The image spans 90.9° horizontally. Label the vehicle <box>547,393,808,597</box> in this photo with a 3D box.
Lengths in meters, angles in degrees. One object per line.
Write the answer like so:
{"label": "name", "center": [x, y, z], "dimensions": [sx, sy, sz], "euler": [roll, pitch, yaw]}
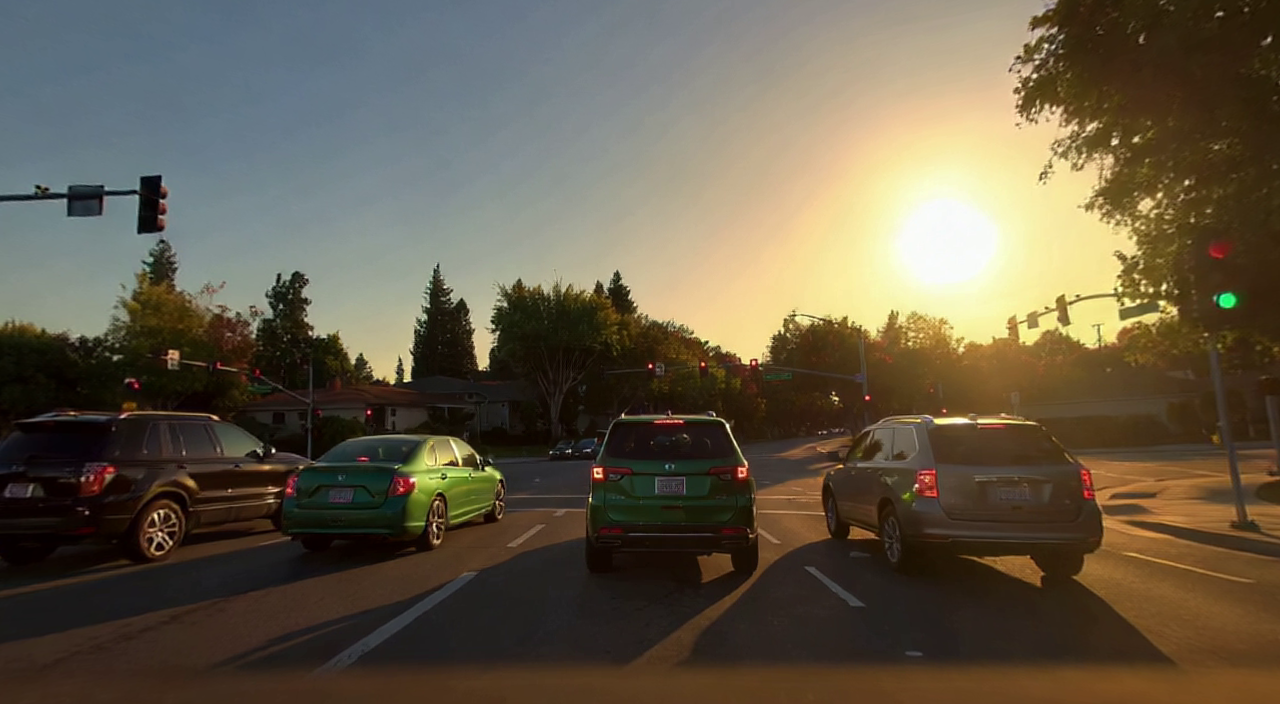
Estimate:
{"label": "vehicle", "center": [0.391, 1.517, 7.493], "dimensions": [2.198, 1.708, 4.170], "euler": [0, -8, 2]}

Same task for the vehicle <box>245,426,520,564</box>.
{"label": "vehicle", "center": [-3.242, 1.882, 9.102], "dimensions": [1.885, 1.475, 4.359], "euler": [-1, -8, 4]}

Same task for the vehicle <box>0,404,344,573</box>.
{"label": "vehicle", "center": [-6.629, 1.823, 9.242], "dimensions": [2.075, 1.796, 4.785], "euler": [0, -8, 2]}

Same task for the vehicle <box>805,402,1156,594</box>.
{"label": "vehicle", "center": [3.527, 1.586, 7.738], "dimensions": [2.047, 1.638, 4.395], "euler": [-1, -8, 4]}
